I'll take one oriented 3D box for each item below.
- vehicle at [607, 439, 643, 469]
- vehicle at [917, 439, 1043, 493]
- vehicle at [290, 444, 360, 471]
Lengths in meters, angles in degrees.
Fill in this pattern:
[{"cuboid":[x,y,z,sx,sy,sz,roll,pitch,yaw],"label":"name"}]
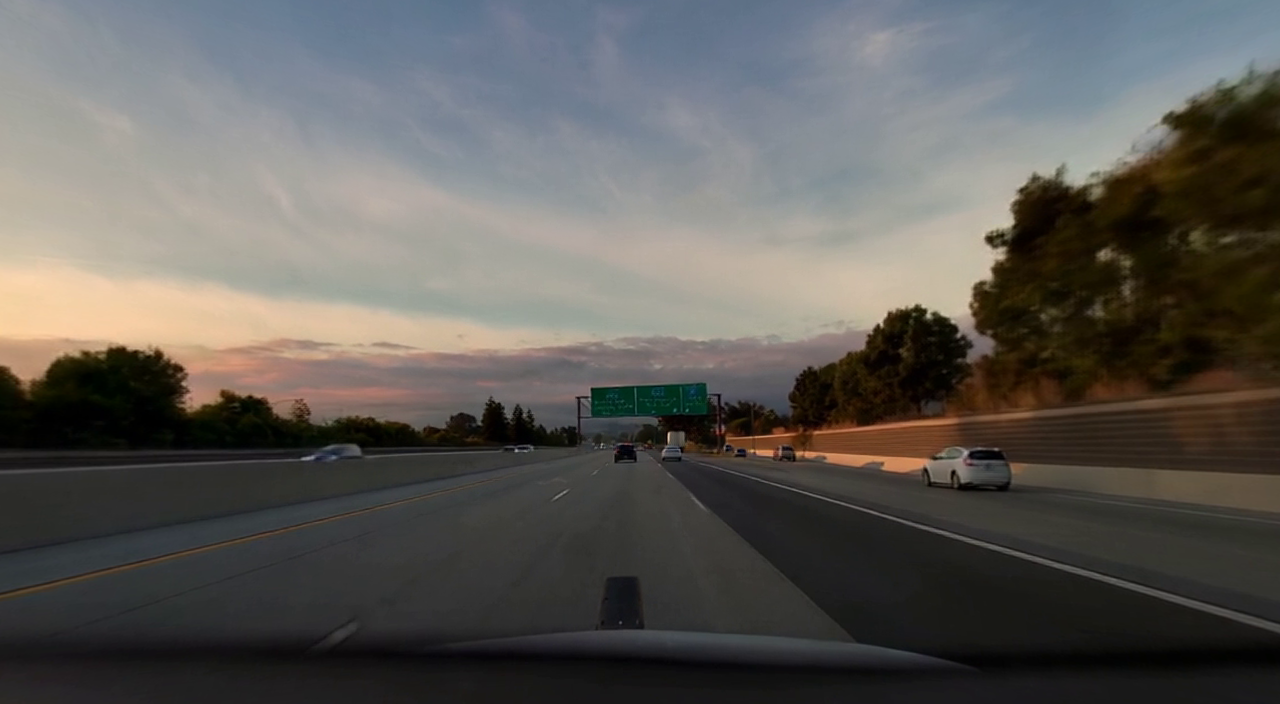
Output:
[{"cuboid":[-0.899,6.269,38.895,2.121,1.739,4.087,0,-9,0],"label":"vehicle"},{"cuboid":[11.605,3.888,21.985,1.912,1.673,4.438,0,-9,0],"label":"vehicle"},{"cuboid":[-19.058,6.373,38.440,1.937,1.492,4.536,0,-9,-1],"label":"vehicle"}]
